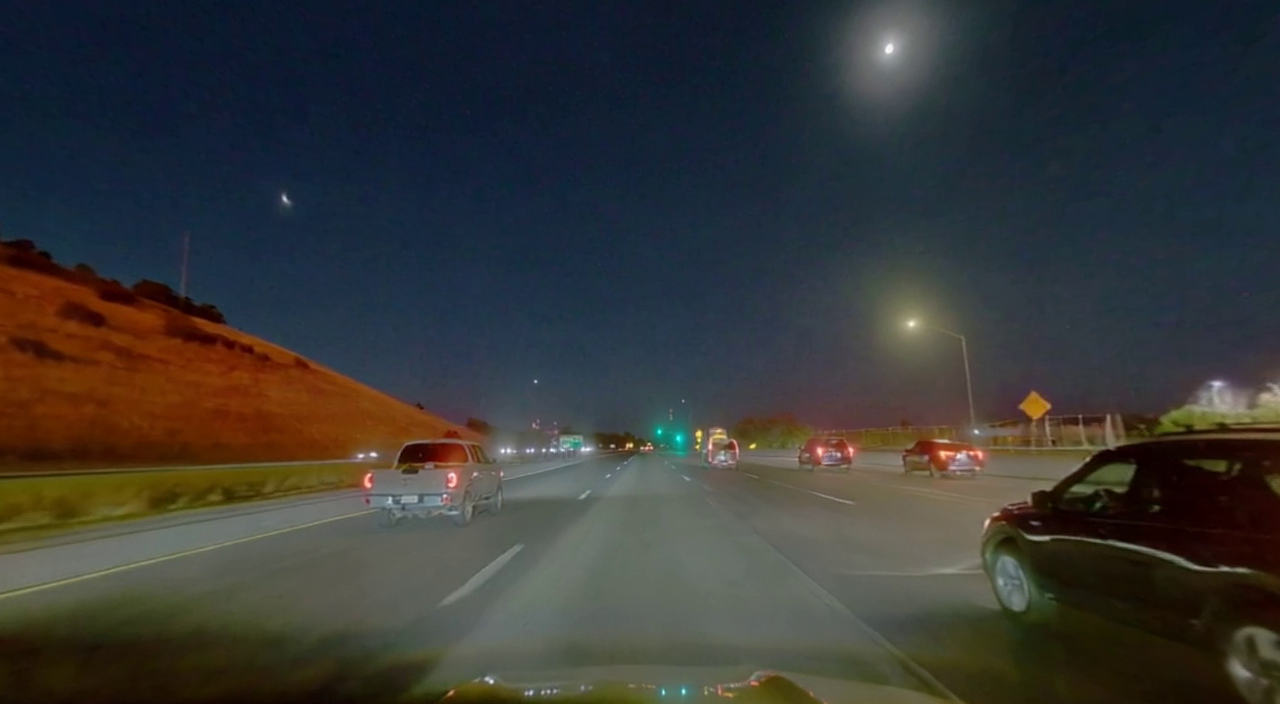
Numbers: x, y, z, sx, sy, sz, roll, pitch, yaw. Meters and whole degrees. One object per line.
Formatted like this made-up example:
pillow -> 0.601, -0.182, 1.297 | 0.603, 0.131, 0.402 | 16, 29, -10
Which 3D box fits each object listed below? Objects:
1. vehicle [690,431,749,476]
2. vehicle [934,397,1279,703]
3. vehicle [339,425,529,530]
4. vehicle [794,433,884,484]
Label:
vehicle -> 3.615, 4.741, 29.707 | 2.121, 1.925, 5.056 | 0, -8, 0
vehicle -> 3.443, 1.020, 3.111 | 1.941, 1.481, 4.300 | 0, -8, 1
vehicle -> -3.721, 2.352, 12.422 | 2.166, 1.672, 4.388 | -1, -8, 1
vehicle -> 7.413, 4.003, 24.005 | 1.998, 1.717, 4.338 | 0, -8, 0
